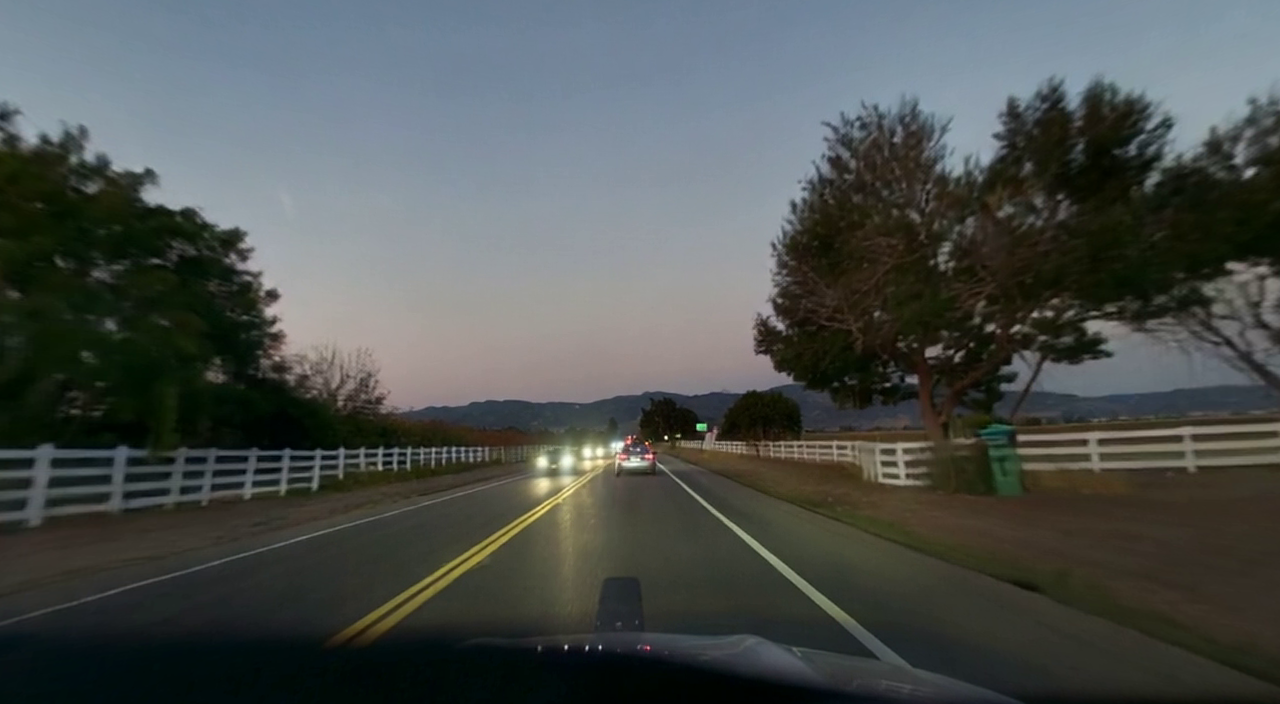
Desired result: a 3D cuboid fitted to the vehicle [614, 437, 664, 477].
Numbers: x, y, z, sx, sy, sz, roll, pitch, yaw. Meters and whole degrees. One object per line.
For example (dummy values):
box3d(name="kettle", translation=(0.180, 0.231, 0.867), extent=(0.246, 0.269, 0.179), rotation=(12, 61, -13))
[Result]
box3d(name="vehicle", translation=(-0.070, 4.782, 28.959), extent=(2.158, 1.669, 4.006), rotation=(0, -8, -1))

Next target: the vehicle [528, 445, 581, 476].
box3d(name="vehicle", translation=(-4.317, 5.561, 32.647), extent=(2.092, 1.490, 4.422), rotation=(0, -8, 0))
